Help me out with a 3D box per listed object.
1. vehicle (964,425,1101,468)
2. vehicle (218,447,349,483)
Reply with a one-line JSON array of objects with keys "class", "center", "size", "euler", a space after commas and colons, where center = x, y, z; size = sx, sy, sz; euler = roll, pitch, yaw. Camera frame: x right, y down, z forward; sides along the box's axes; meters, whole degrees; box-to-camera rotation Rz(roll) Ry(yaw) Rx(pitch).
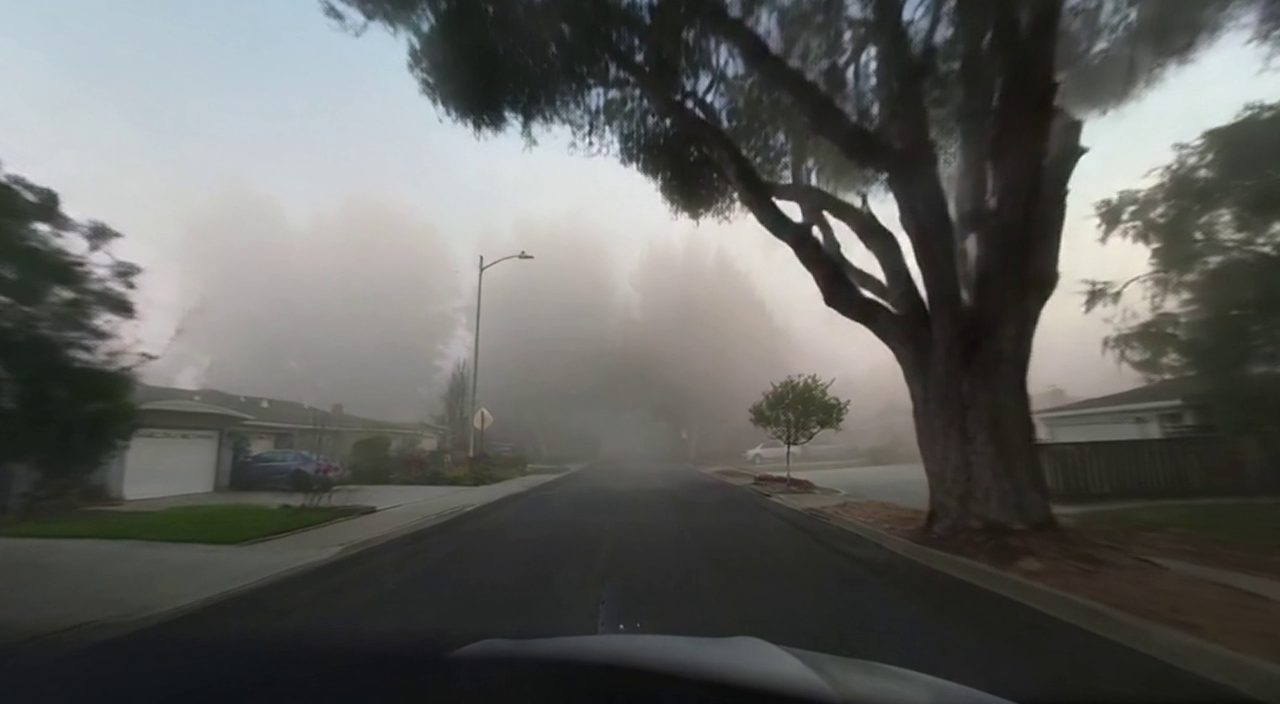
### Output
[{"class": "vehicle", "center": [16.444, 3.982, 26.633], "size": [4.495, 1.724, 1.943], "euler": [0, -9, -4]}, {"class": "vehicle", "center": [-14.287, 4.541, 25.495], "size": [4.138, 1.355, 1.808], "euler": [0, -9, 0]}]
